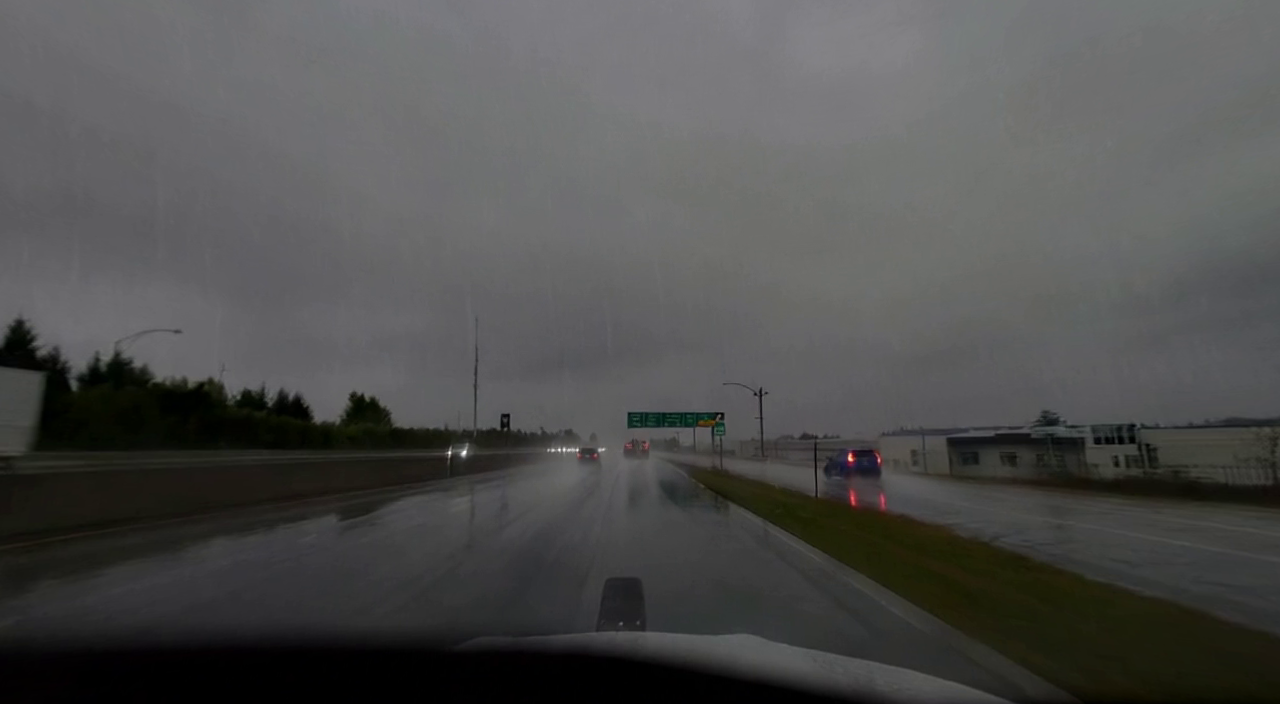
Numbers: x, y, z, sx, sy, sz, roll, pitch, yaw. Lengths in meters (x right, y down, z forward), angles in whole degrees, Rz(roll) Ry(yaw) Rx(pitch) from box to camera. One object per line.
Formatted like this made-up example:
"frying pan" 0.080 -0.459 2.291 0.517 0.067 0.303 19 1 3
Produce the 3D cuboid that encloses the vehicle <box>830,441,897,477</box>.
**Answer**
"vehicle" 15.666 7.522 44.591 2.411 2.326 5.300 1 -9 -4
